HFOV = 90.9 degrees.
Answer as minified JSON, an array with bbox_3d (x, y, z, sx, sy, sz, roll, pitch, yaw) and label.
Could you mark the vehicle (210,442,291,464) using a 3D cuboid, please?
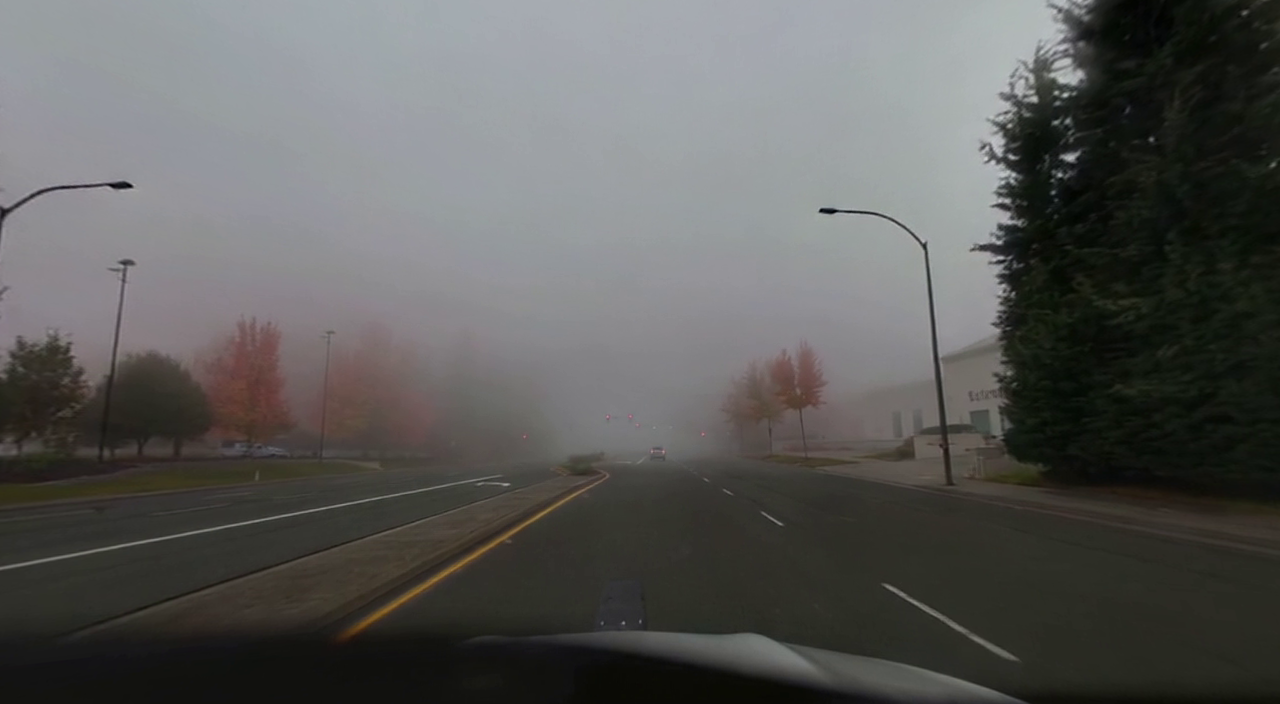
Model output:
[{"bbox_3d":[-29.851,7.752,48.431,4.706,1.457,1.999,3,-11,-4],"label":"vehicle"}]
